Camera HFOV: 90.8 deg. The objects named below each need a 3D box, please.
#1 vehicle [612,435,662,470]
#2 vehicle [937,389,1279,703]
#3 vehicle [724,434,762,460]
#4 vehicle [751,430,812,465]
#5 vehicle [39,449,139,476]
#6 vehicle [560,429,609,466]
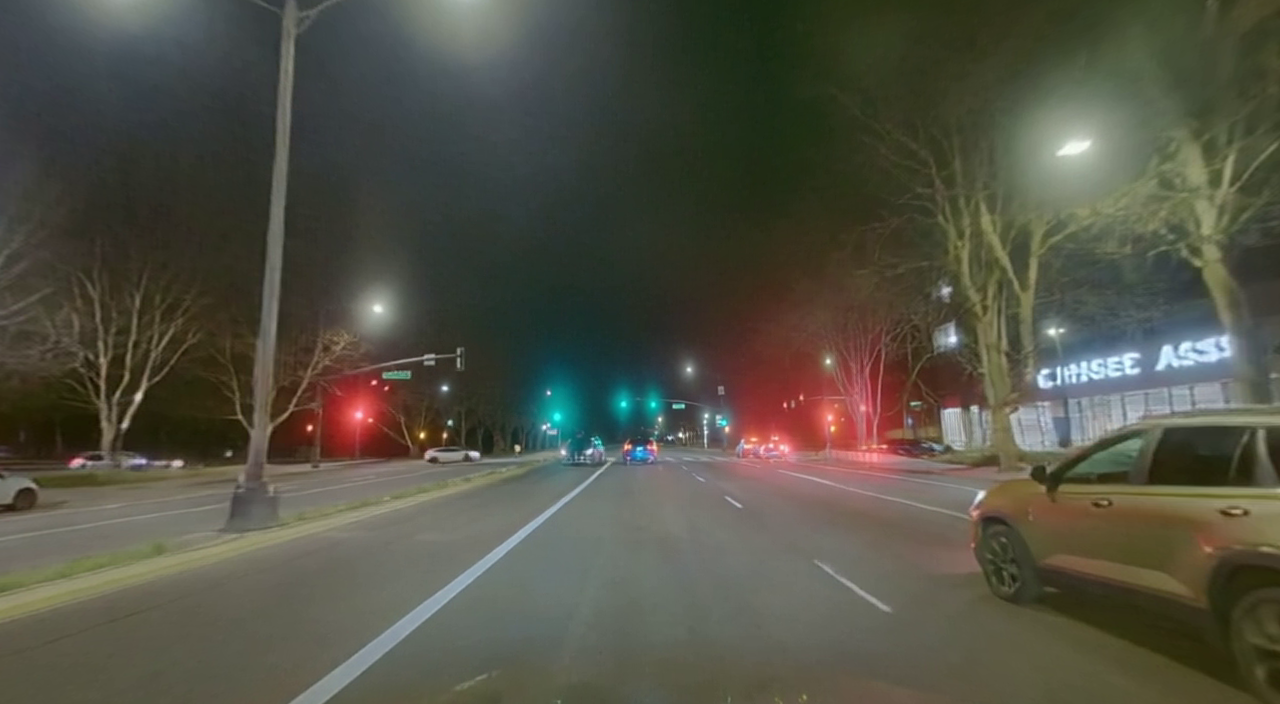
[{"bbox_3d":[-0.119,4.535,28.689,2.097,1.480,4.006,0,-8,0],"label":"vehicle"},{"bbox_3d":[3.731,1.030,3.616,1.861,1.473,4.393,0,-8,-1],"label":"vehicle"},{"bbox_3d":[7.151,6.607,44.117,1.894,1.693,4.110,0,-8,-1],"label":"vehicle"},{"bbox_3d":[7.336,5.017,33.264,2.068,1.731,4.752,0,-8,-1],"label":"vehicle"},{"bbox_3d":[-36.221,7.247,41.679,4.561,1.588,1.832,5,-10,-29],"label":"vehicle"},{"bbox_3d":[-2.836,5.053,33.435,2.064,1.825,4.760,0,-8,1],"label":"vehicle"}]
